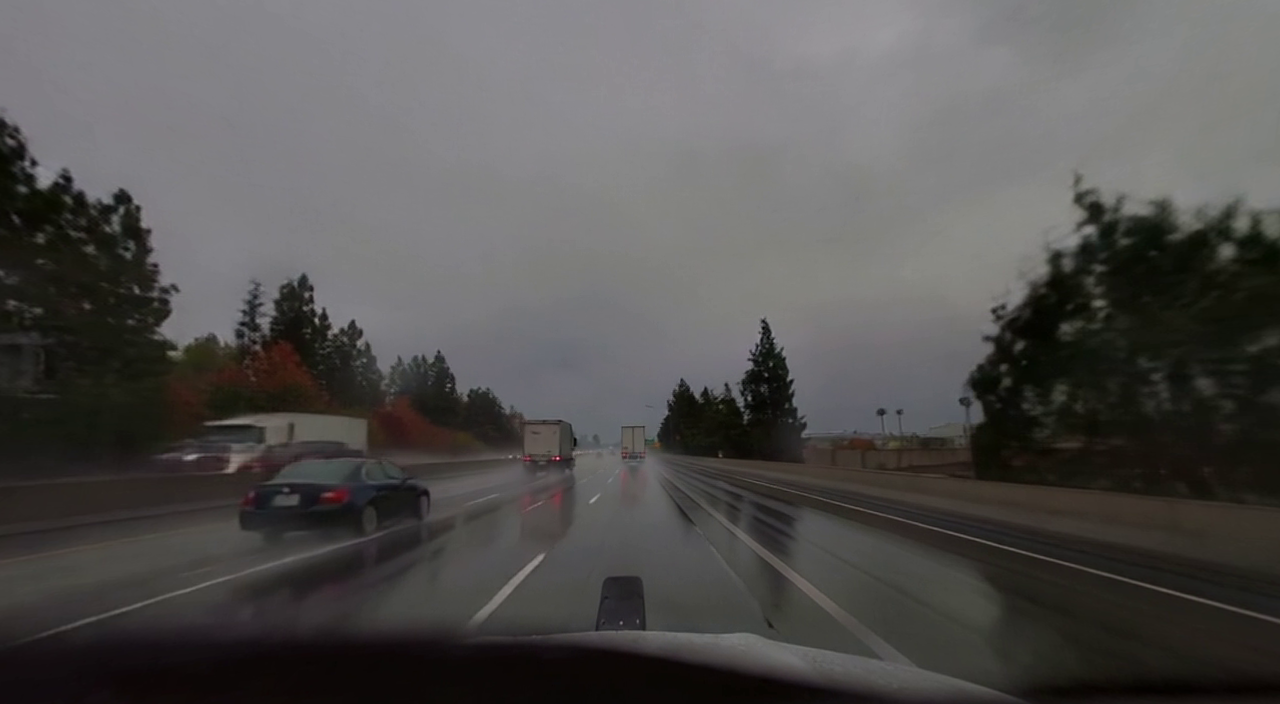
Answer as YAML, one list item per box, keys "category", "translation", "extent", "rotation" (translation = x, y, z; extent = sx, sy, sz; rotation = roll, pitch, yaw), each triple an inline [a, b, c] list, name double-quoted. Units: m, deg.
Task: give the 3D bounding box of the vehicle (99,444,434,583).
- category: "vehicle"
  translation: [-4.781, 2.105, 9.147]
  extent: [1.979, 1.459, 4.643]
  rotation: [0, -9, 1]

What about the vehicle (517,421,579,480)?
- category: "vehicle"
  translation: [-4.714, 5.205, 33.392]
  extent: [2.368, 2.813, 6.329]
  rotation: [0, -9, -1]
